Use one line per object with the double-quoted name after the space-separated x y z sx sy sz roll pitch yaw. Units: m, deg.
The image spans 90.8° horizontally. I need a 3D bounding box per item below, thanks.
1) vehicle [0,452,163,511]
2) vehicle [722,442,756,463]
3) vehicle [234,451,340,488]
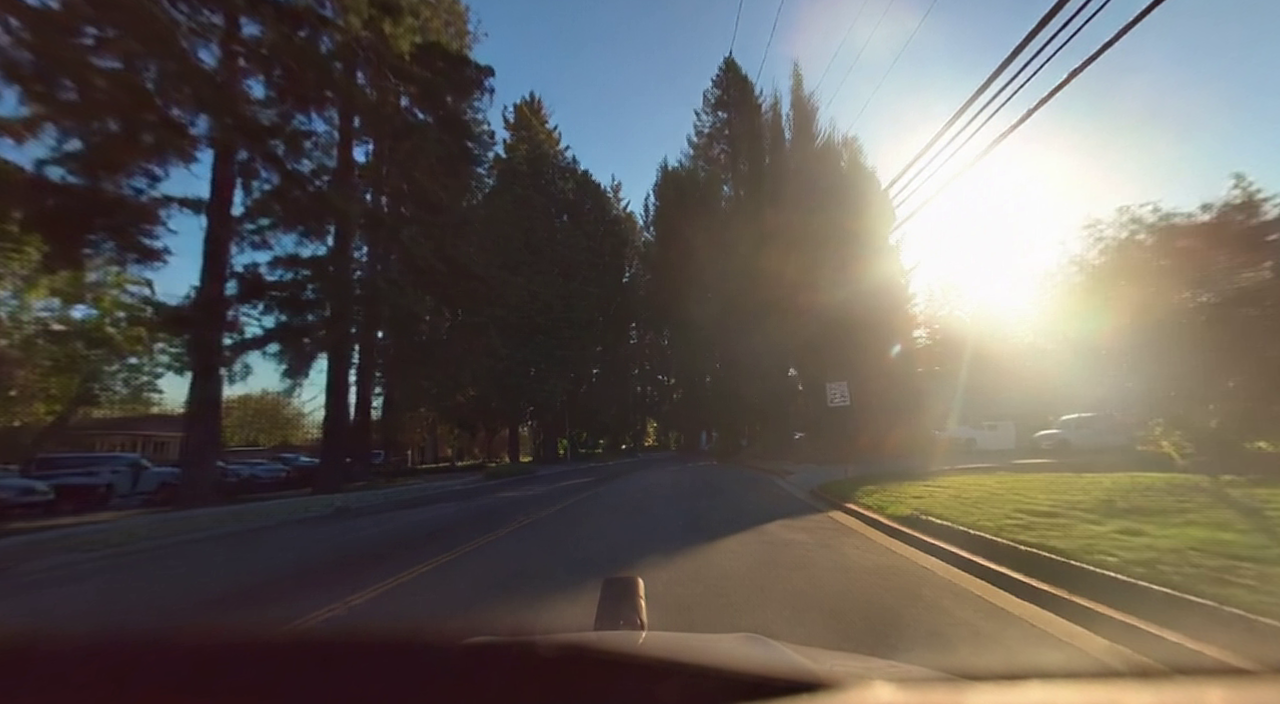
-18.389 4.096 20.346 4.392 1.692 1.978 4 -9 -26 "vehicle"
6.915 7.058 44.596 1.990 1.435 4.526 -1 -8 5 "vehicle"
-16.812 5.585 30.343 4.123 1.603 1.906 3 -9 -22 "vehicle"
